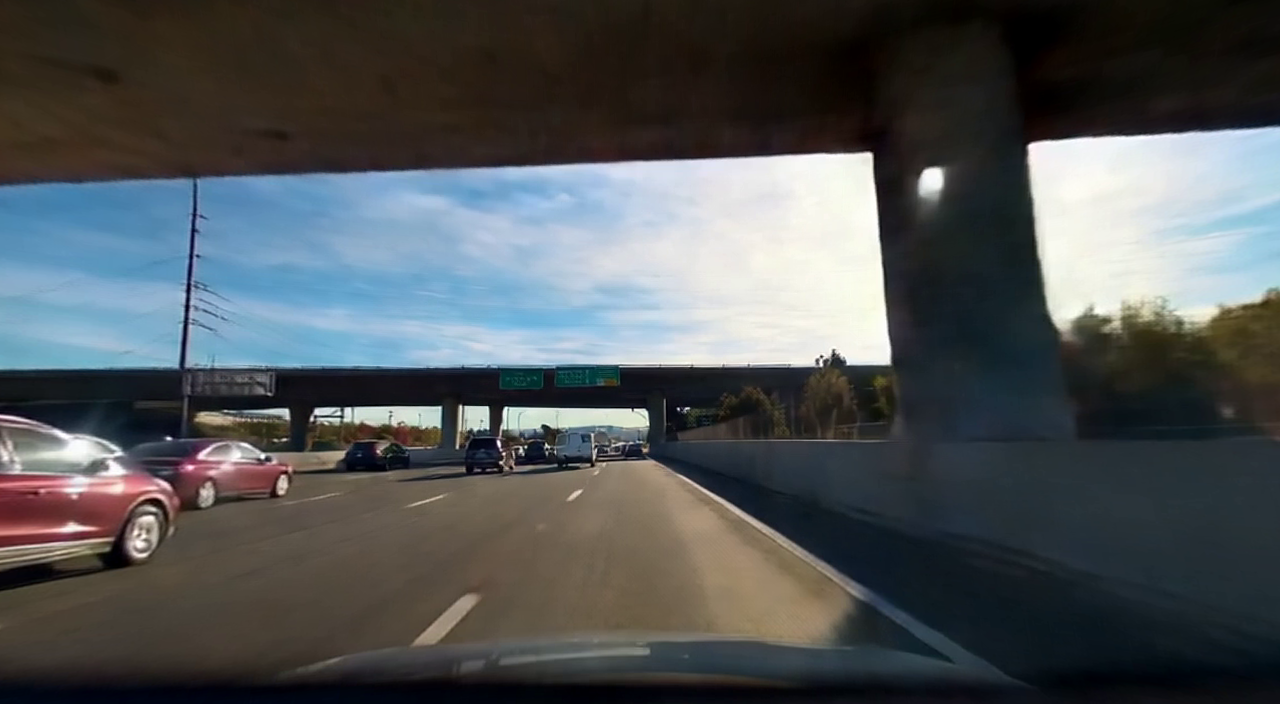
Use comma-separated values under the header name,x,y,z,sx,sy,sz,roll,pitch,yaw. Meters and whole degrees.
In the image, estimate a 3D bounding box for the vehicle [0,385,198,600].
name,x,y,z,sx,sy,sz,roll,pitch,yaw
vehicle,-6.583,1.095,4.658,2.355,1.805,5.938,0,-8,-1

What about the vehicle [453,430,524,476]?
name,x,y,z,sx,sy,sz,roll,pitch,yaw
vehicle,-7.003,4.732,29.561,2.179,1.948,4.618,0,-8,0

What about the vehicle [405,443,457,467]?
name,x,y,z,sx,sy,sz,roll,pitch,yaw
vehicle,-13.764,6.808,41.582,1.899,1.485,4.368,0,-8,0

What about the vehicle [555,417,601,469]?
name,x,y,z,sx,sy,sz,roll,pitch,yaw
vehicle,-3.638,5.517,38.118,2.301,2.843,6.458,0,-8,-1

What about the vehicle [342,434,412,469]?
name,x,y,z,sx,sy,sz,roll,pitch,yaw
vehicle,-17.235,6.544,41.460,2.258,2.139,5.495,0,-8,-1
